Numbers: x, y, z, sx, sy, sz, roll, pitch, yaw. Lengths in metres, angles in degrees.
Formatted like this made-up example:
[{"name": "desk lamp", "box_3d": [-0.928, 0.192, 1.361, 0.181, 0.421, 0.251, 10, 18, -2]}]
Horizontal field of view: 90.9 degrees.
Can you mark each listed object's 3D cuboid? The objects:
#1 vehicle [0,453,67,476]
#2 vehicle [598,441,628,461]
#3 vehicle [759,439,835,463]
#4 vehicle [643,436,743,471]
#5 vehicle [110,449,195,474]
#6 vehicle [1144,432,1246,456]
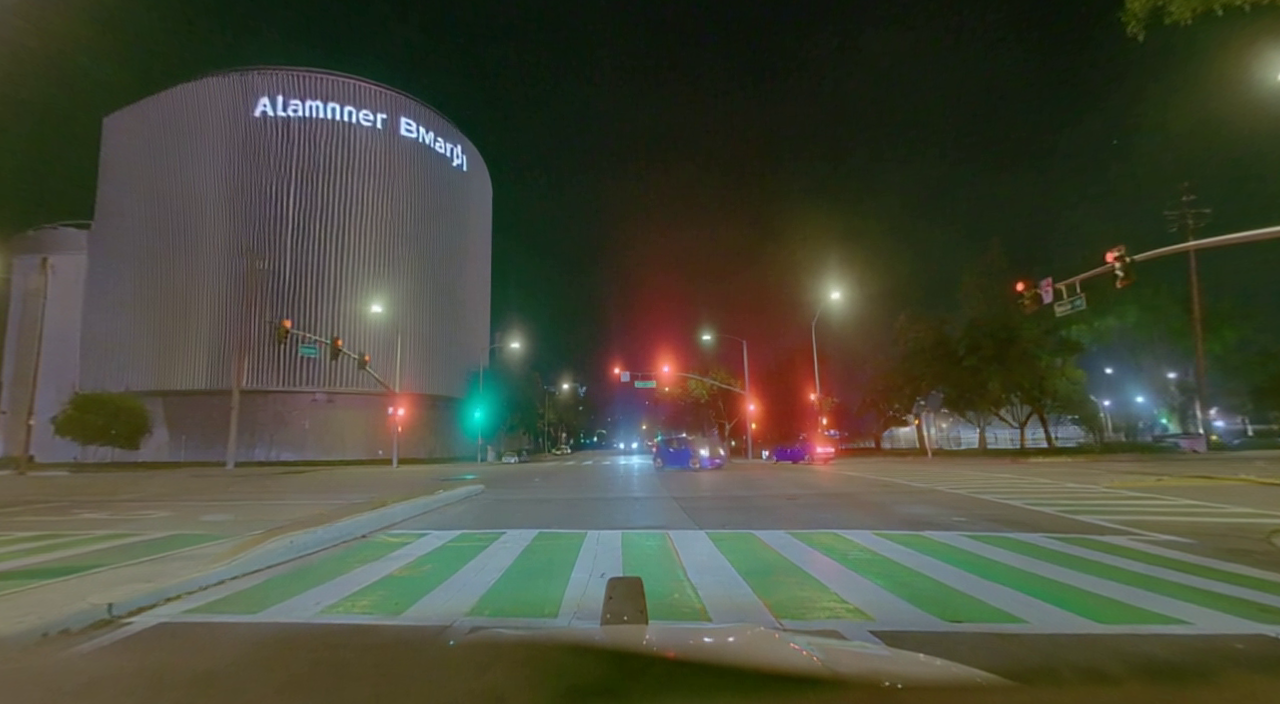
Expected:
[{"name": "vehicle", "box_3d": [-41.619, 7.634, 42.789, 3.698, 1.467, 1.779, 0, -8, 1]}, {"name": "vehicle", "box_3d": [-2.079, 7.747, 49.260, 2.057, 1.467, 4.354, 0, -8, 2]}, {"name": "vehicle", "box_3d": [9.869, 6.294, 39.976, 4.529, 1.457, 1.981, -2, -9, 11]}, {"name": "vehicle", "box_3d": [2.350, 4.721, 29.517, 2.280, 1.454, 4.836, 5, -10, -31]}, {"name": "vehicle", "box_3d": [-33.033, 7.402, 42.769, 4.136, 1.661, 1.857, 0, -8, 1]}, {"name": "vehicle", "box_3d": [36.196, 6.016, 41.169, 4.767, 1.456, 1.858, -1, -8, 3]}]
